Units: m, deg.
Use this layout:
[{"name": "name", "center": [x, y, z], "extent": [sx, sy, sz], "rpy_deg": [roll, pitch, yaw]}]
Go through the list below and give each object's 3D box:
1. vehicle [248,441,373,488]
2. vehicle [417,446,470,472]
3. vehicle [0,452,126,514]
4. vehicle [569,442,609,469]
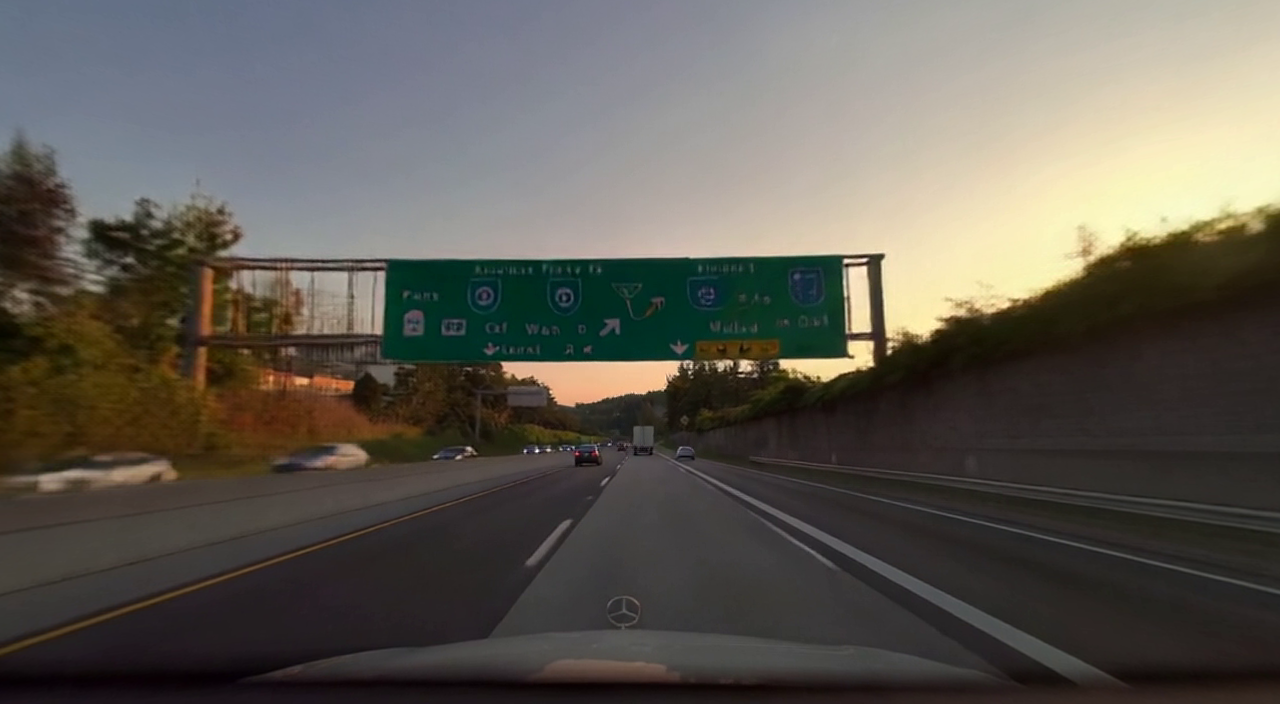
[{"name": "vehicle", "center": [-11.666, 3.985, 22.747], "extent": [1.931, 1.501, 4.621], "rpy_deg": [0, -9, 1]}, {"name": "vehicle", "center": [-11.688, 6.392, 37.789], "extent": [1.802, 1.439, 4.099], "rpy_deg": [0, -9, 1]}, {"name": "vehicle", "center": [-16.521, 3.403, 16.704], "extent": [1.843, 1.473, 4.721], "rpy_deg": [0, -9, 0]}, {"name": "vehicle", "center": [-2.997, 6.165, 37.829], "extent": [2.020, 1.475, 4.434], "rpy_deg": [0, -9, 1]}]
